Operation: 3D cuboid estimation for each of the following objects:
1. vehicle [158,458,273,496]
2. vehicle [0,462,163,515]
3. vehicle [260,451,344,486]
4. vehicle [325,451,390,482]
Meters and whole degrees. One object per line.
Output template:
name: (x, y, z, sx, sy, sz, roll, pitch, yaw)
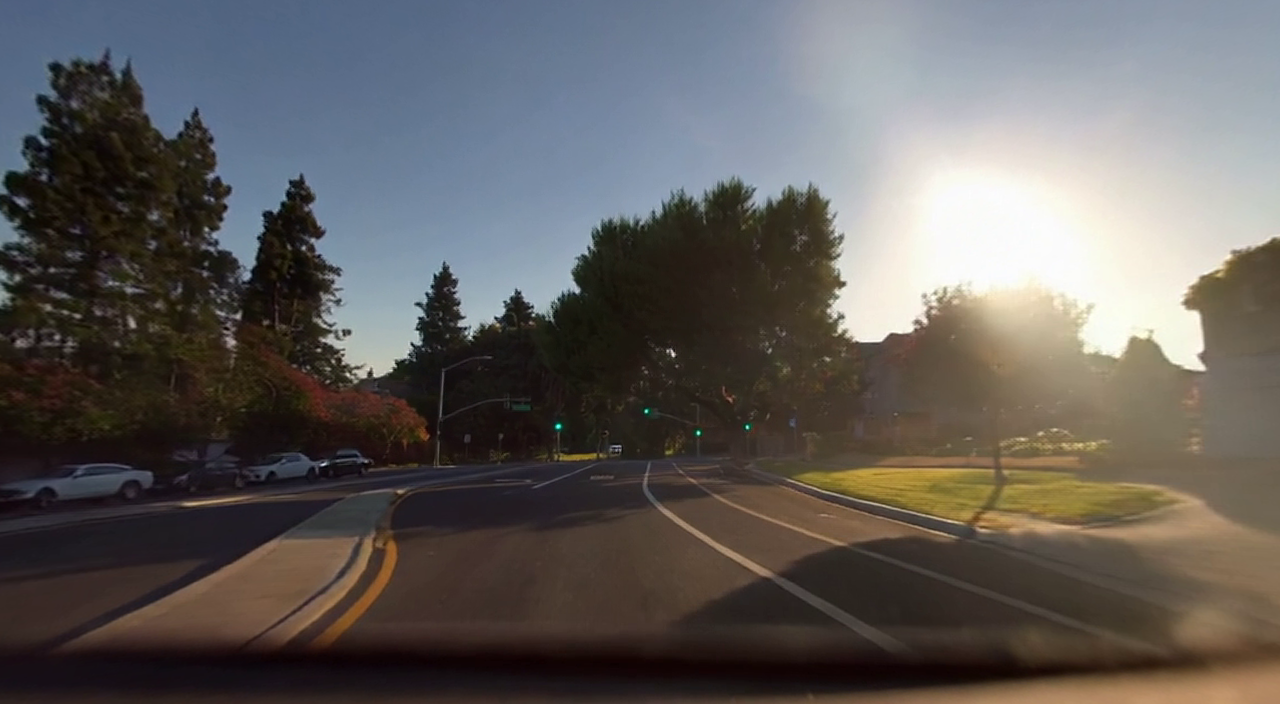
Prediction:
vehicle: (-20.056, 5.901, 30.112, 1.883, 1.506, 4.863, 0, -8, 4)
vehicle: (-20.470, 4.836, 22.845, 1.954, 1.575, 5.225, -1, -9, 4)
vehicle: (-19.791, 6.821, 37.157, 2.148, 1.856, 4.632, 0, -9, 4)
vehicle: (-19.212, 7.800, 43.142, 2.050, 1.697, 4.838, -4, -7, 3)
